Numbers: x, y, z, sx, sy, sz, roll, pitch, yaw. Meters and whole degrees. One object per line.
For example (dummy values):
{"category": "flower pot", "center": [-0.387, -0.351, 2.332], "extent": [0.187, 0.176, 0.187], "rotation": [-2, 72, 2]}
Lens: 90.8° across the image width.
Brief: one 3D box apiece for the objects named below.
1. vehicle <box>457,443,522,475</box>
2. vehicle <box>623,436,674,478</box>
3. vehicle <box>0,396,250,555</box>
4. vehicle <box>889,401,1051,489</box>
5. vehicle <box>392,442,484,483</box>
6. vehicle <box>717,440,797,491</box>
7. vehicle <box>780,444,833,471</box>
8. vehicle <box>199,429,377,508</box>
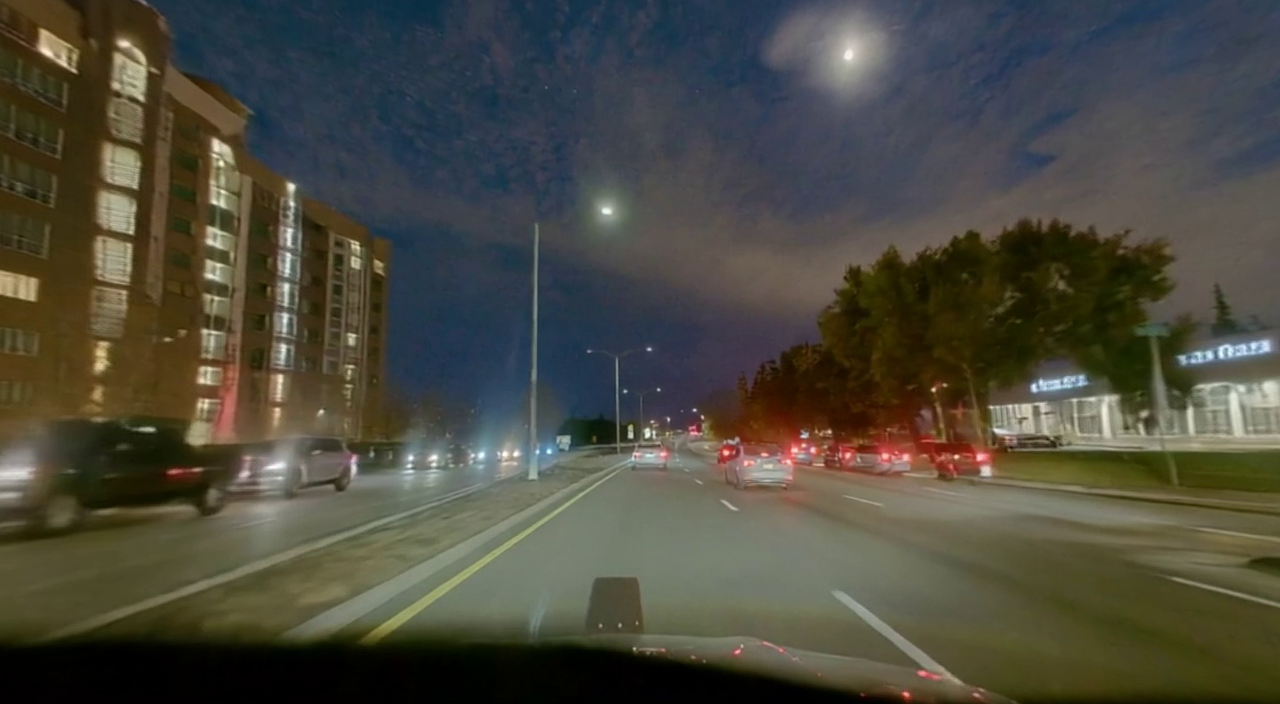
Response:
{"category": "vehicle", "center": [-7.465, 5.362, 31.893], "extent": [2.007, 1.443, 4.447], "rotation": [0, -9, 3]}
{"category": "vehicle", "center": [0.440, 4.650, 28.202], "extent": [2.101, 1.694, 3.979], "rotation": [0, -9, 3]}
{"category": "vehicle", "center": [-8.490, 1.682, 8.935], "extent": [2.218, 1.819, 5.732], "rotation": [0, -9, 1]}
{"category": "vehicle", "center": [12.098, 3.532, 23.989], "extent": [2.790, 2.897, 6.326], "rotation": [0, -9, 2]}
{"category": "vehicle", "center": [-7.860, 4.343, 25.093], "extent": [1.992, 1.465, 4.458], "rotation": [-1, -9, 3]}
{"category": "vehicle", "center": [3.700, 3.646, 20.647], "extent": [1.852, 1.498, 3.825], "rotation": [0, -9, 0]}
{"category": "vehicle", "center": [9.419, 5.992, 36.098], "extent": [1.860, 1.475, 4.488], "rotation": [0, -9, 1]}
{"category": "vehicle", "center": [-8.742, 2.921, 16.275], "extent": [1.934, 1.713, 4.441], "rotation": [0, -9, 1]}
